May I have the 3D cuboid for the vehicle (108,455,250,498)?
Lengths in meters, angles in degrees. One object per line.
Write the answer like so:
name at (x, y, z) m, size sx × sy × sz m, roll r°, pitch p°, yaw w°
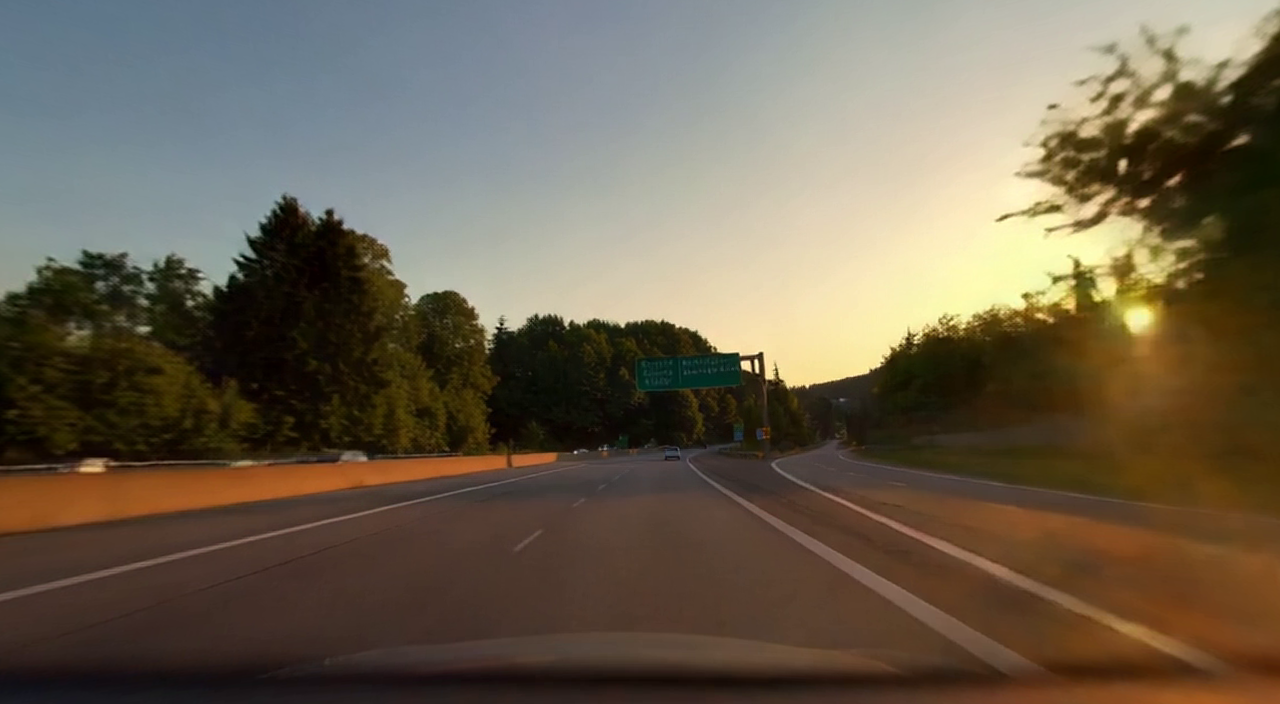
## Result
vehicle at (-17.842, 4.809, 24.710) m, size 2.122 × 1.492 × 4.416 m, roll 0°, pitch -9°, yaw 1°

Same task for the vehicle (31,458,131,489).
vehicle at (-31.086, 6.724, 35.260) m, size 1.809 × 1.521 × 4.768 m, roll 1°, pitch -9°, yaw -9°

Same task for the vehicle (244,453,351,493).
vehicle at (-14.033, 4.940, 26.146) m, size 2.014 × 1.476 × 4.195 m, roll 0°, pitch -9°, yaw 1°
